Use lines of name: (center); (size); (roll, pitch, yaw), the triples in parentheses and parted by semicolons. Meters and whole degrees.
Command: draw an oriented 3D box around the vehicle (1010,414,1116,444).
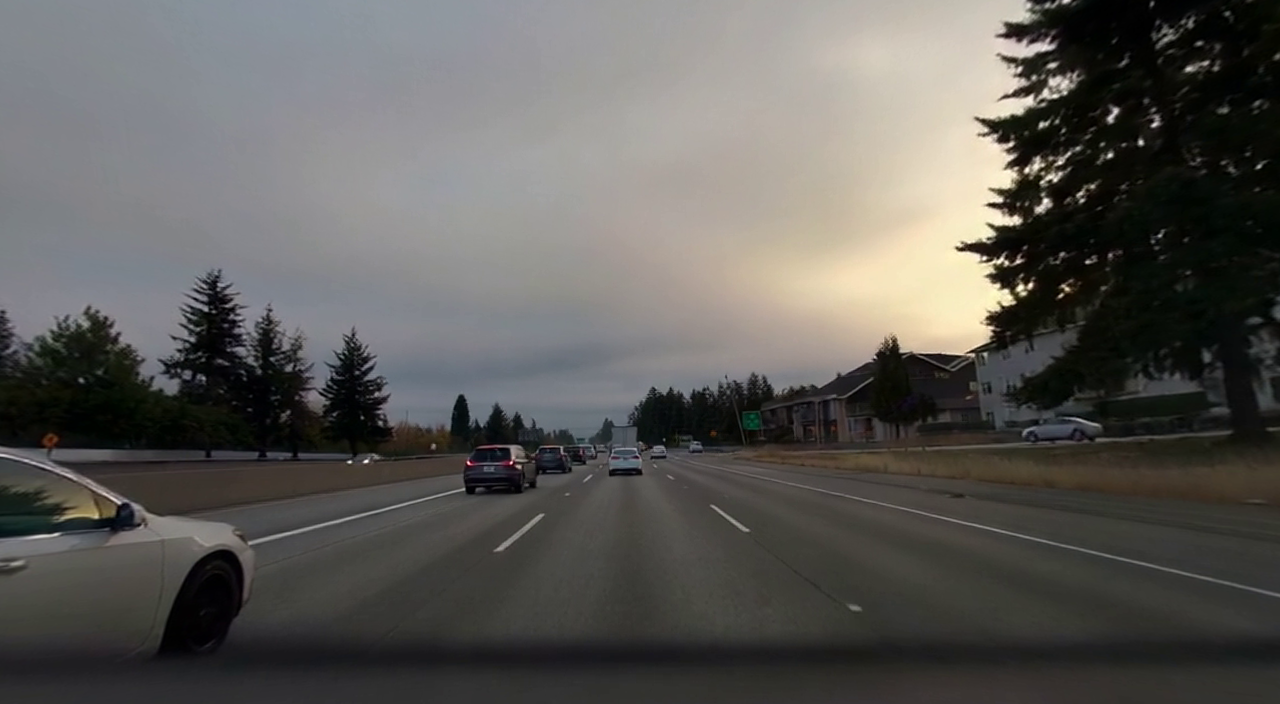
vehicle: (22.725, 4.199, 34.142); (1.894, 1.458, 4.268); (4, -9, -25)

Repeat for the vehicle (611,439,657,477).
vehicle: (-0.312, 5.132, 30.785); (2.063, 1.703, 4.203); (0, -9, -1)

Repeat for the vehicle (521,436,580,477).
vehicle: (-4.496, 5.356, 32.660); (2.301, 1.944, 5.482); (0, -9, -1)

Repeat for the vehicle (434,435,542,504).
vehicle: (-4.027, 3.171, 17.445); (1.988, 1.668, 4.021); (0, -9, 0)

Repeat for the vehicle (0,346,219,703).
vehicle: (-3.496, 0.684, 1.410); (2.027, 1.713, 4.490); (0, -9, -1)
